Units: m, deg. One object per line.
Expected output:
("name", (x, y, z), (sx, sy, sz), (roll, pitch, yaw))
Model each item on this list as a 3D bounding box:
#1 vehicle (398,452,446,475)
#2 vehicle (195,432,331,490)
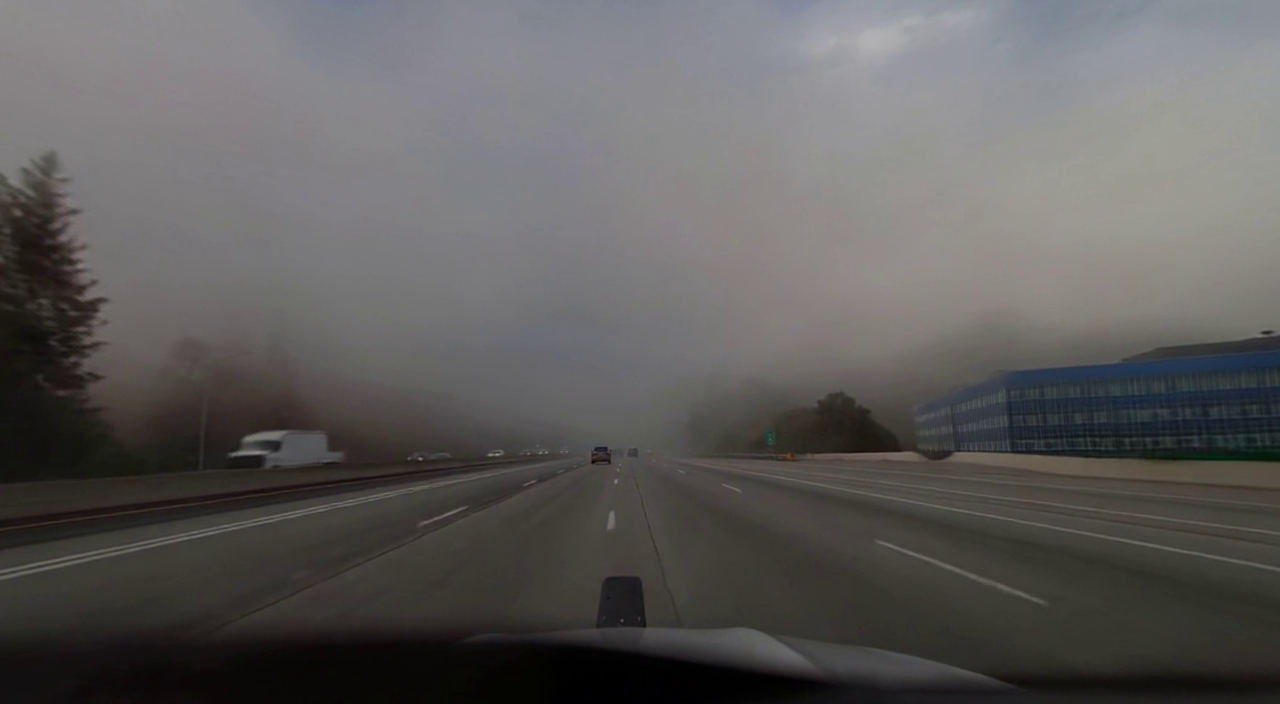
("vehicle", (-15.737, 8.058, 45.779), (1.946, 1.531, 4.538), (0, -9, -1))
("vehicle", (-14.029, 4.090, 23.913), (2.125, 1.915, 4.942), (0, -9, -1))
